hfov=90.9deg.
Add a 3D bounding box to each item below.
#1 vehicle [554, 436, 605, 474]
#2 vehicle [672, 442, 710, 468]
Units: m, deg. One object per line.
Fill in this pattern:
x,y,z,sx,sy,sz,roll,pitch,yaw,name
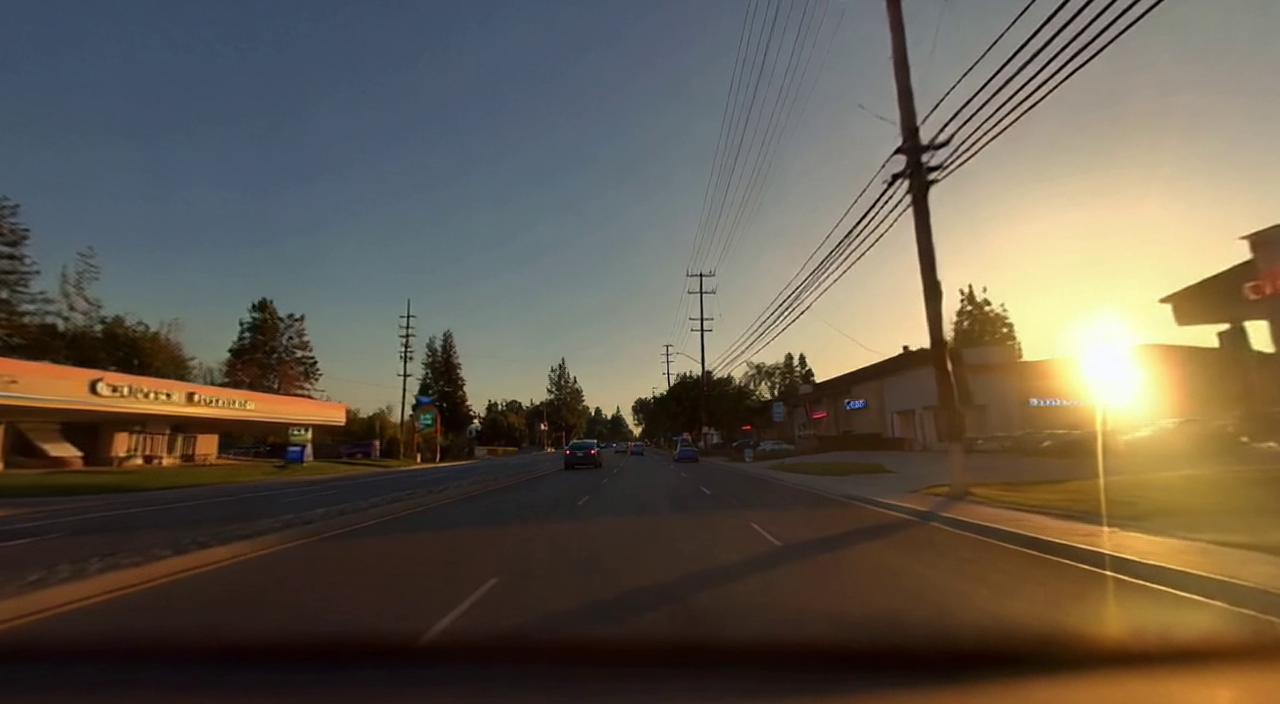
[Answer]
-2.846,4.942,30.474,2.047,1.664,4.148,0,-9,0,vehicle
2.972,6.096,37.511,1.978,1.455,4.195,0,-9,2,vehicle
